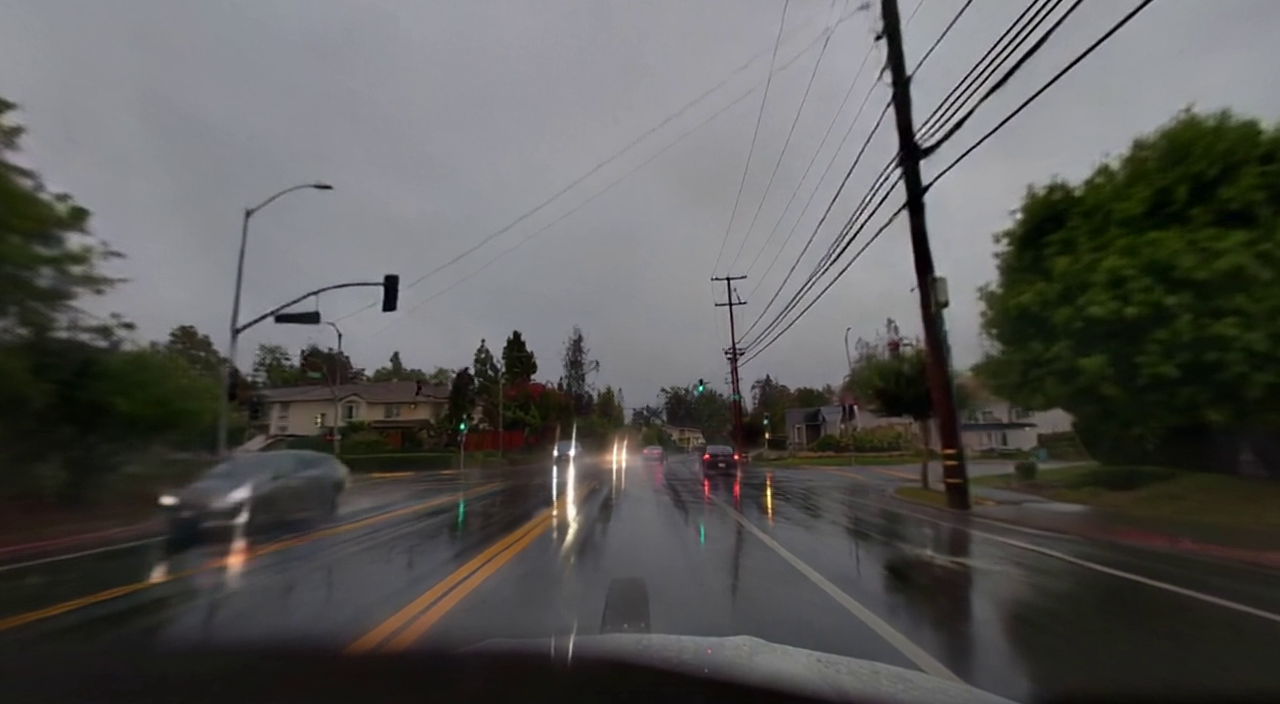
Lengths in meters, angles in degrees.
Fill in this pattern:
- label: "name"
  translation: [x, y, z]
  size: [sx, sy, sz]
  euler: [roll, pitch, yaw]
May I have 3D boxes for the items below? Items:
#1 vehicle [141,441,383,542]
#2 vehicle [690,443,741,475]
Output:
- label: "vehicle"
  translation: [-7.263, 2.671, 12.853]
  size: [2.126, 1.645, 4.493]
  euler: [0, -8, 0]
- label: "vehicle"
  translation: [3.708, 5.310, 31.638]
  size: [1.951, 1.479, 4.487]
  euler: [0, -8, 0]
